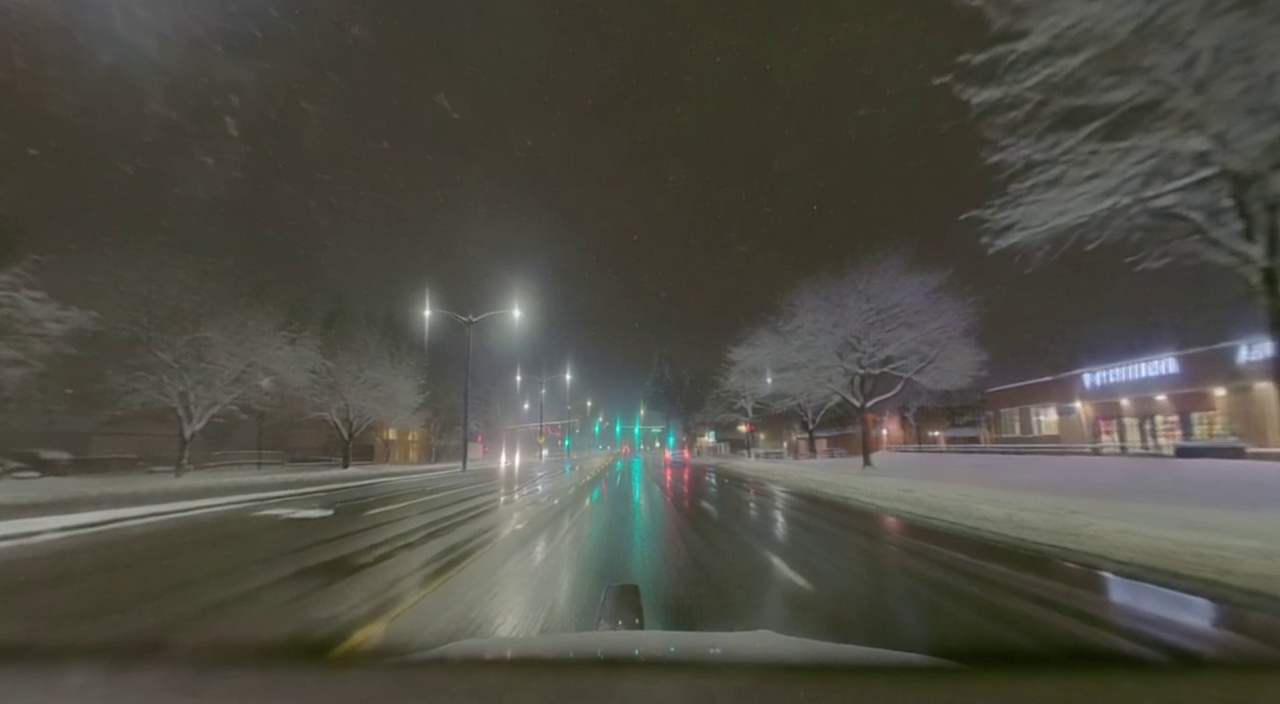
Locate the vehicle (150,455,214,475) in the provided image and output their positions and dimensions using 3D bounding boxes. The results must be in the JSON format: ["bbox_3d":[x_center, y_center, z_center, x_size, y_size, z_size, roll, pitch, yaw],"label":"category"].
[{"bbox_3d":[-32.824,8.110,45.113,3.282,1.336,1.542,0,-9,-5],"label":"vehicle"}]

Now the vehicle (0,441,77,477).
[{"bbox_3d":[-33.134,5.800,33.998,3.825,1.489,1.778,-6,-7,-2],"label":"vehicle"}]
